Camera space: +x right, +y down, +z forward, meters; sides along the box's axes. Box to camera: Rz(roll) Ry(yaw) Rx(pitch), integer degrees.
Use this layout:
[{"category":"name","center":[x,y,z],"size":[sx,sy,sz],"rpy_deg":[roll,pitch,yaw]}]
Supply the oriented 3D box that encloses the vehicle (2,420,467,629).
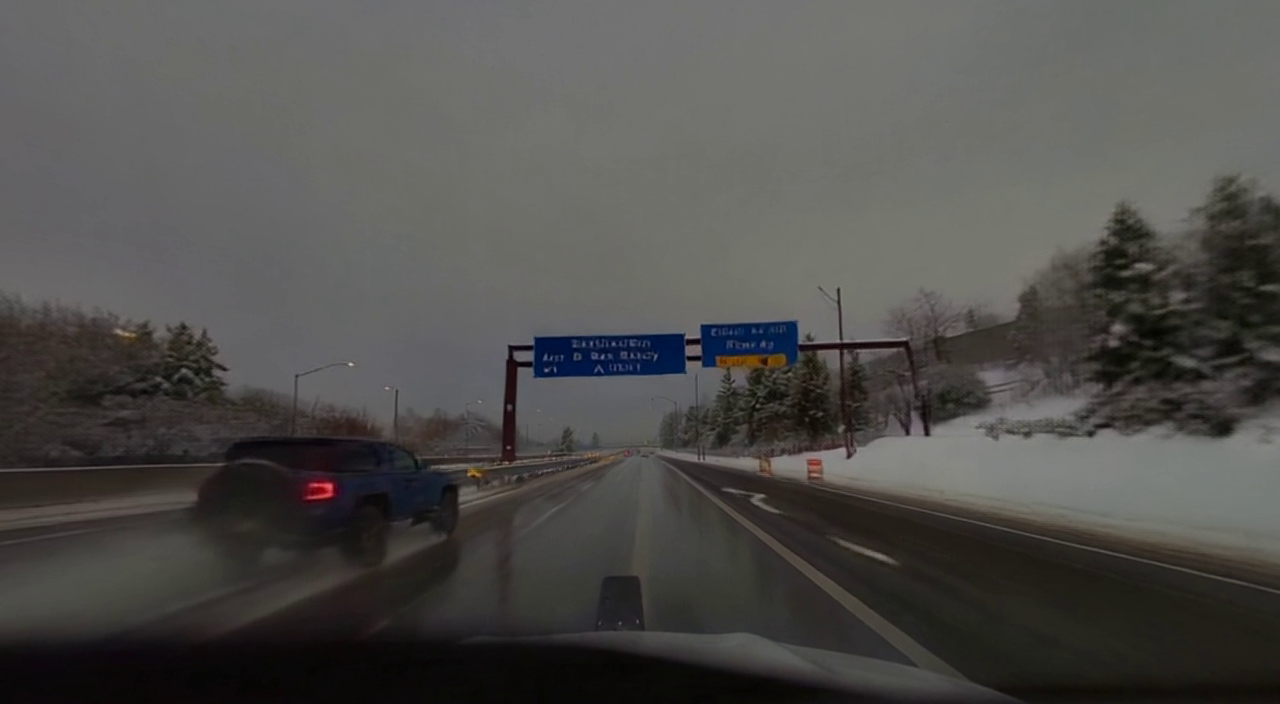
[{"category":"vehicle","center":[-3.785,1.696,7.354],"size":[2.069,1.560,5.018],"rpy_deg":[0,-9,0]}]
